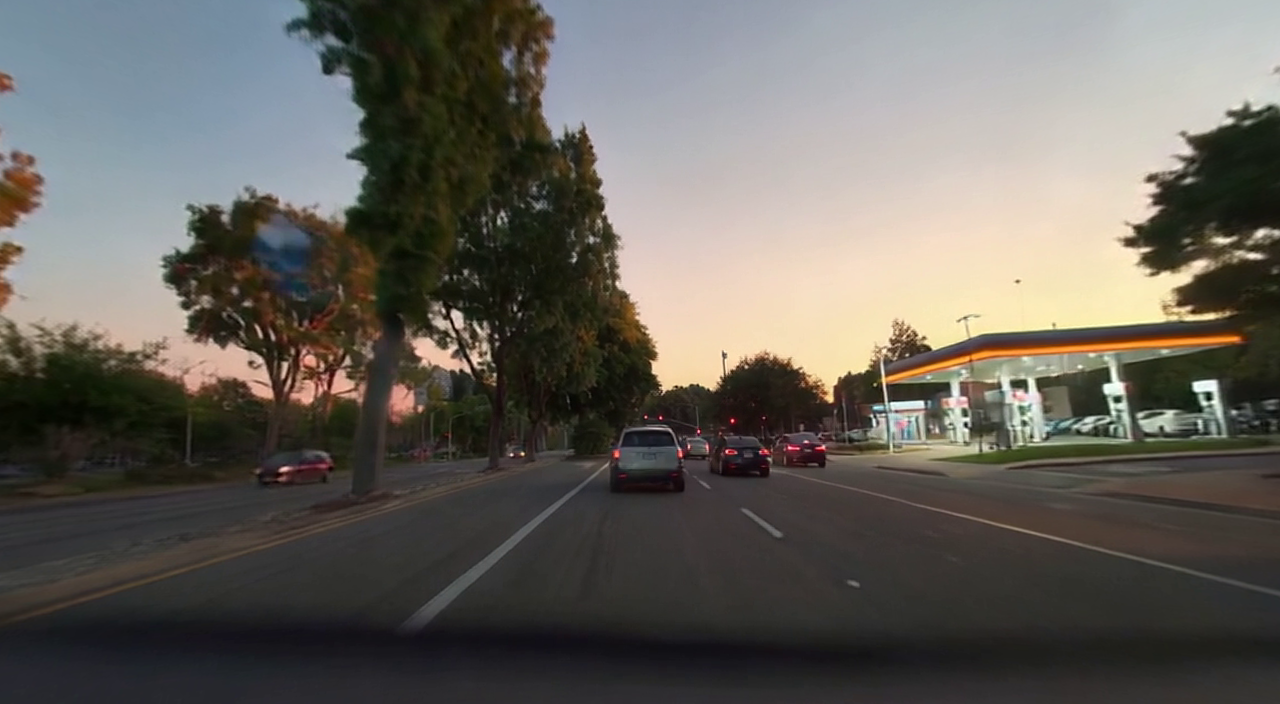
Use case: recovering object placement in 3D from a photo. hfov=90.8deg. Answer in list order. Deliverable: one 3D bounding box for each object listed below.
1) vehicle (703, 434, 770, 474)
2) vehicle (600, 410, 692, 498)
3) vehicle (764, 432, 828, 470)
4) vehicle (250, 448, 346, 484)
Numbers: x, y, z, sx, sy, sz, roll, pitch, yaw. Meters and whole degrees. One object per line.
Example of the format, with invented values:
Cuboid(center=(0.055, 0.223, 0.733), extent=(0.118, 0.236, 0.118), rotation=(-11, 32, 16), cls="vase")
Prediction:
Cuboid(center=(3.824, 4.139, 25.781), extent=(1.940, 1.474, 4.234), rotation=(0, -8, -2), cls="vehicle")
Cuboid(center=(0.041, 2.613, 16.492), extent=(2.038, 1.917, 4.900), rotation=(0, -8, -2), cls="vehicle")
Cuboid(center=(6.979, 4.496, 28.728), extent=(1.793, 1.585, 4.130), rotation=(0, -8, -1), cls="vehicle")
Cuboid(center=(-15.522, 5.168, 29.007), extent=(1.914, 1.496, 4.361), rotation=(0, -8, 1), cls="vehicle")
